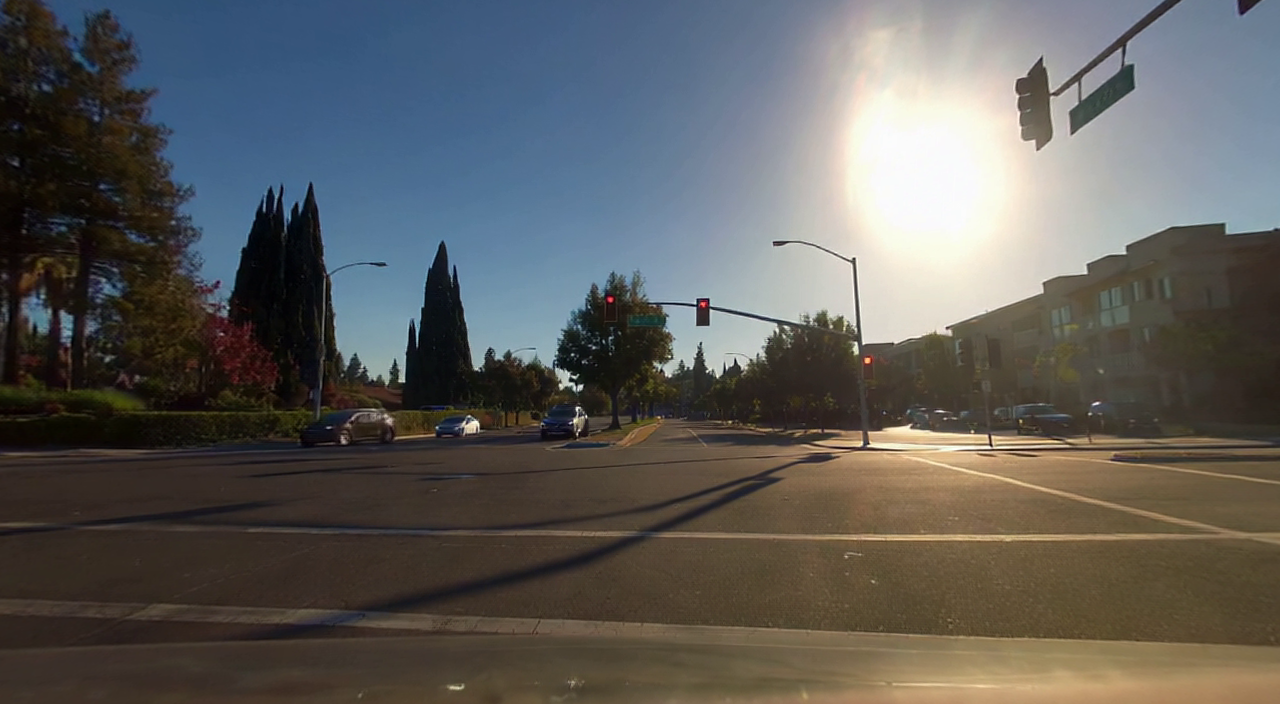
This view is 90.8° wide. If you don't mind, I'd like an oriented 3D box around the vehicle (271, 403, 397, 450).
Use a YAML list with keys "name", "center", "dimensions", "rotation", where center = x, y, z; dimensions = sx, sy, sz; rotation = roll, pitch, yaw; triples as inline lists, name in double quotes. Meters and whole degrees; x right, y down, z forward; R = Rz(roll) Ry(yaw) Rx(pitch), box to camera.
- name: "vehicle"
  center: [-13.517, 3.410, 28.334]
  dimensions: [2.340, 1.902, 4.920]
  rotation: [-2, -9, 15]

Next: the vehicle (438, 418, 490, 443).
- name: "vehicle"
  center: [-11.273, 5.084, 40.714]
  dimensions: [1.899, 1.510, 4.294]
  rotation: [-1, -8, 3]

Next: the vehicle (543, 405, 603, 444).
- name: "vehicle"
  center: [-3.465, 3.968, 33.838]
  dimensions: [2.306, 1.907, 5.382]
  rotation: [-1, -8, 4]

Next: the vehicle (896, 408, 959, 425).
- name: "vehicle"
  center: [22.004, 4.941, 48.439]
  dimensions: [3.933, 1.219, 1.700]
  rotation: [-1, -9, 3]
